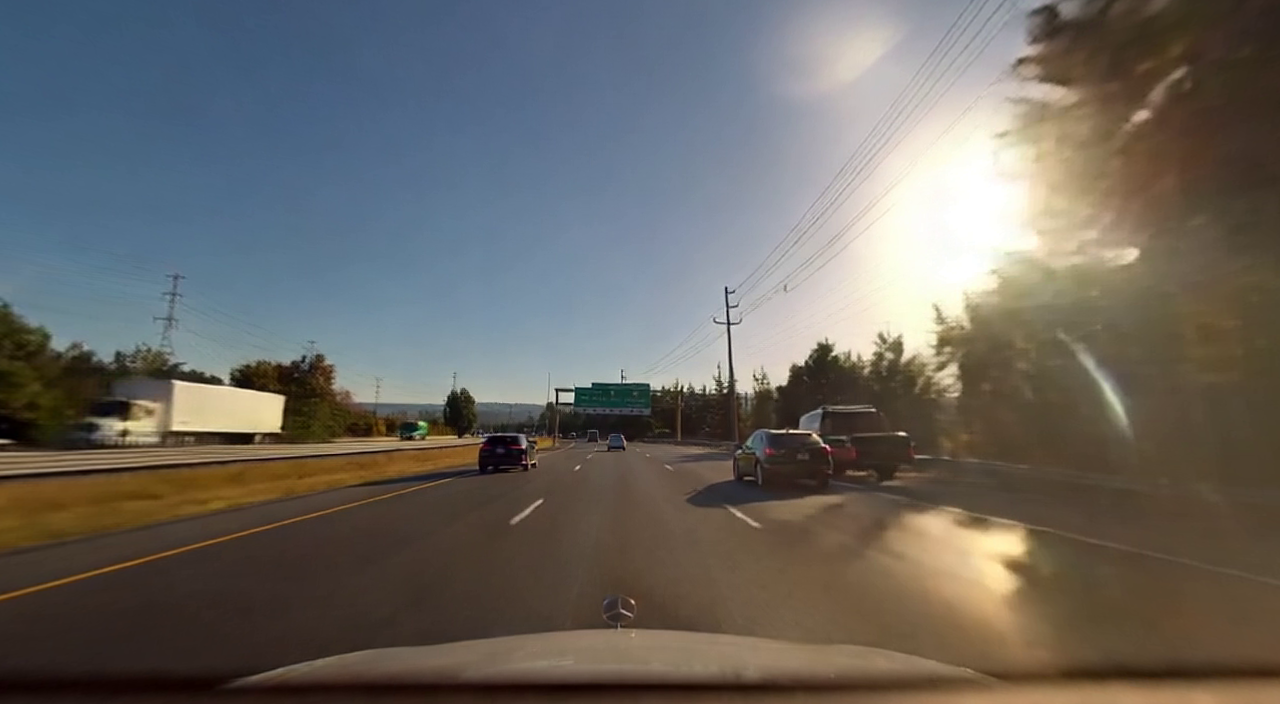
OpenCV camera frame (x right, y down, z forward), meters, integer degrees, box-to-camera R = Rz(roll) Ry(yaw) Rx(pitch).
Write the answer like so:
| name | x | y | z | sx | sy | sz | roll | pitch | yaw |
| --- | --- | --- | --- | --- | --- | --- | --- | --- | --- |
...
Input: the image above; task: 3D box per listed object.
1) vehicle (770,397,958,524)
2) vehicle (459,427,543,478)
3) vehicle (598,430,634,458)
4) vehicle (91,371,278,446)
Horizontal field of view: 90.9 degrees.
| name | x | y | z | sx | sy | sz | roll | pitch | yaw |
| --- | --- | --- | --- | --- | --- | --- | --- | --- | --- |
| vehicle | 3.744 | 1.848 | 11.231 | 1.976 | 1.905 | 3.263 | 0 | -7 | -3 |
| vehicle | -4.766 | 3.490 | 22.264 | 2.100 | 1.590 | 4.077 | 0 | -7 | -1 |
| vehicle | -1.527 | 5.814 | 40.136 | 2.159 | 1.690 | 3.720 | 0 | -7 | -2 |
| vehicle | -27.690 | 3.812 | 39.637 | 2.835 | 3.950 | 12.765 | 0 | -7 | -3 |
